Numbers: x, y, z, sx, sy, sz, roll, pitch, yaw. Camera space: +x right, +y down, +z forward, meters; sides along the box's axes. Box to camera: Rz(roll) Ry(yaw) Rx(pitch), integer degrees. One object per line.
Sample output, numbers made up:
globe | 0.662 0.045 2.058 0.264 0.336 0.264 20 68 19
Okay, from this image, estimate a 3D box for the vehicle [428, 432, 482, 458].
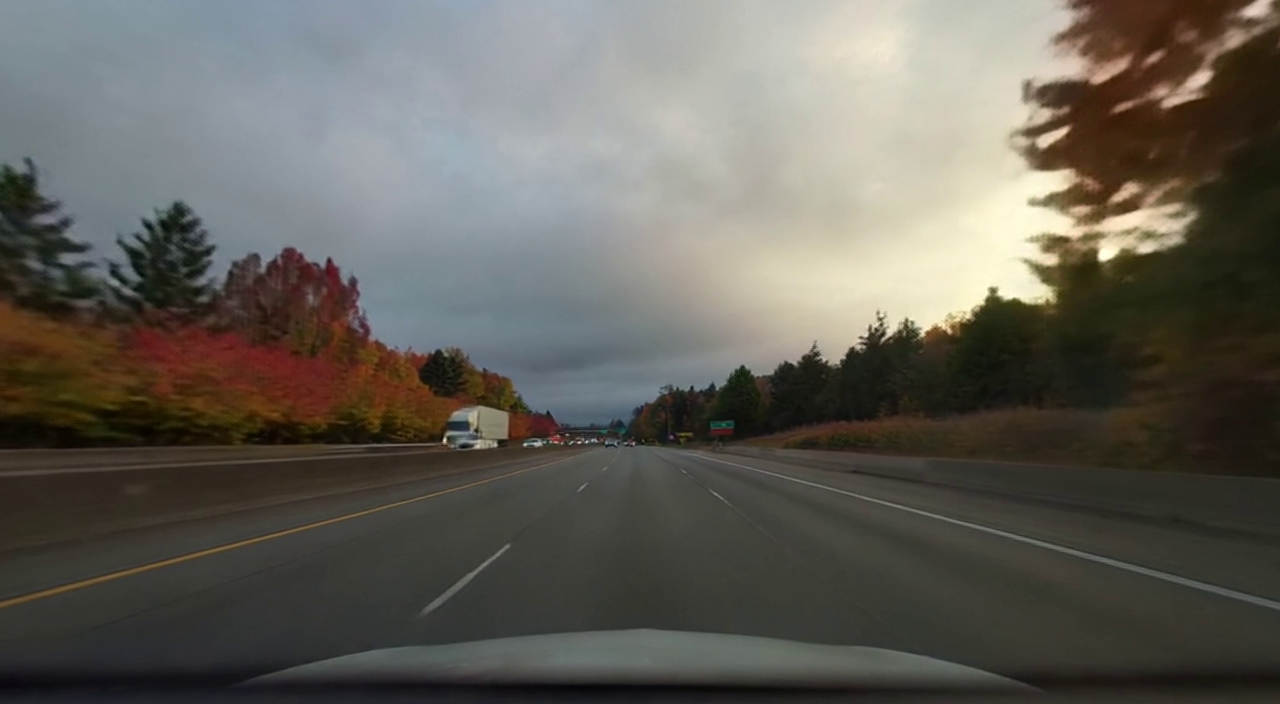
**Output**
vehicle | -11.697 5.928 40.113 1.968 1.569 4.700 0 -8 0
